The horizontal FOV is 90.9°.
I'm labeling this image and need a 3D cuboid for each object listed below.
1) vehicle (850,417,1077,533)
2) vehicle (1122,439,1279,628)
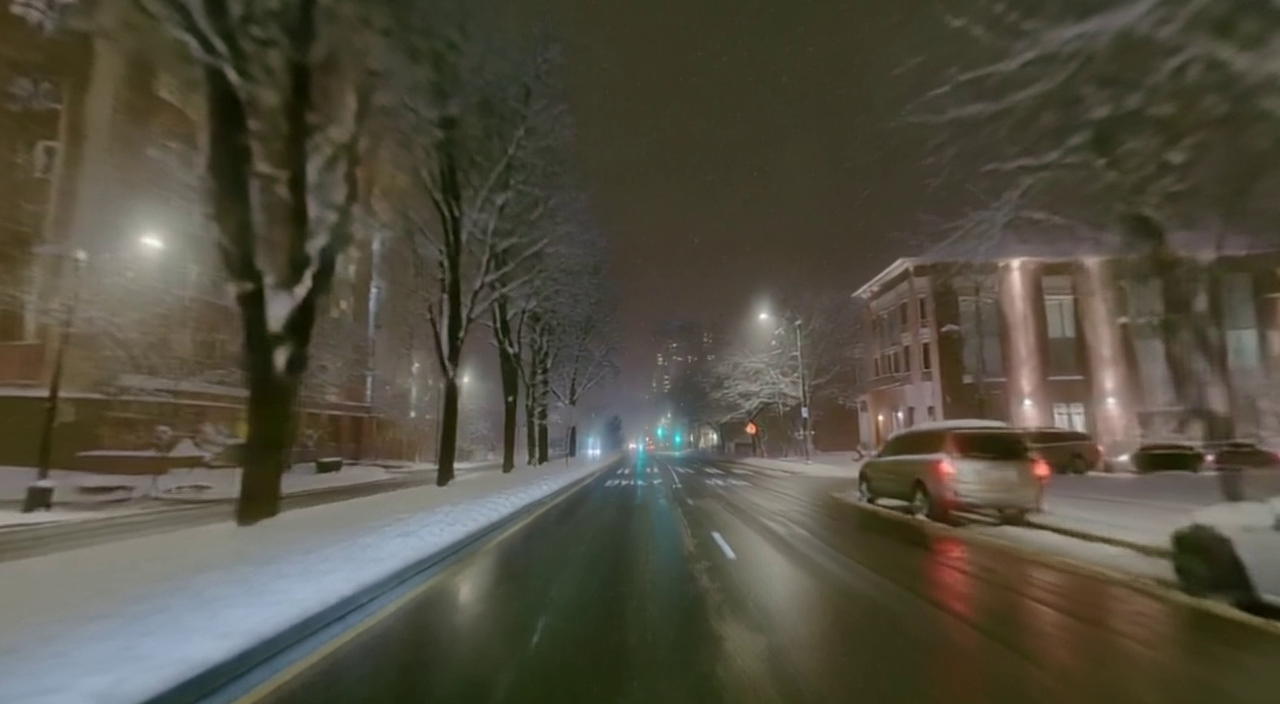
[{"bbox_3d":[6.142,2.386,12.862,2.045,1.890,4.876,0,-8,0],"label":"vehicle"},{"bbox_3d":[6.140,1.365,4.404,1.948,1.511,4.623,0,-8,1],"label":"vehicle"}]
